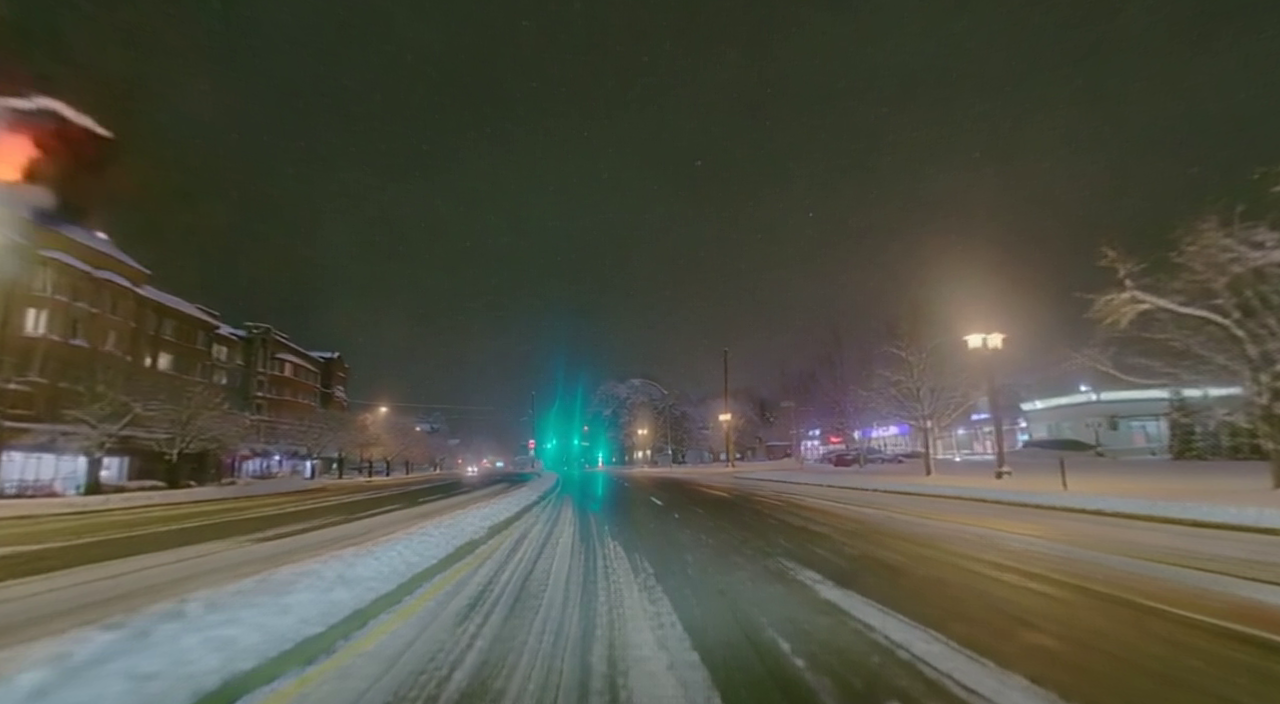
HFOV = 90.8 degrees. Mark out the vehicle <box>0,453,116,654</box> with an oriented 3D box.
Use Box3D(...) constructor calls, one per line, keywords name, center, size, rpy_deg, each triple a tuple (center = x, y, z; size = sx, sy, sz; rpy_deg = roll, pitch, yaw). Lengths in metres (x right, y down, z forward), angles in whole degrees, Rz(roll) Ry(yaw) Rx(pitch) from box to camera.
Box3D(name="vehicle", center=(-5.633, 1.336, 3.536), size=(1.894, 1.474, 4.332), rpy_deg=(0, -9, -4))
